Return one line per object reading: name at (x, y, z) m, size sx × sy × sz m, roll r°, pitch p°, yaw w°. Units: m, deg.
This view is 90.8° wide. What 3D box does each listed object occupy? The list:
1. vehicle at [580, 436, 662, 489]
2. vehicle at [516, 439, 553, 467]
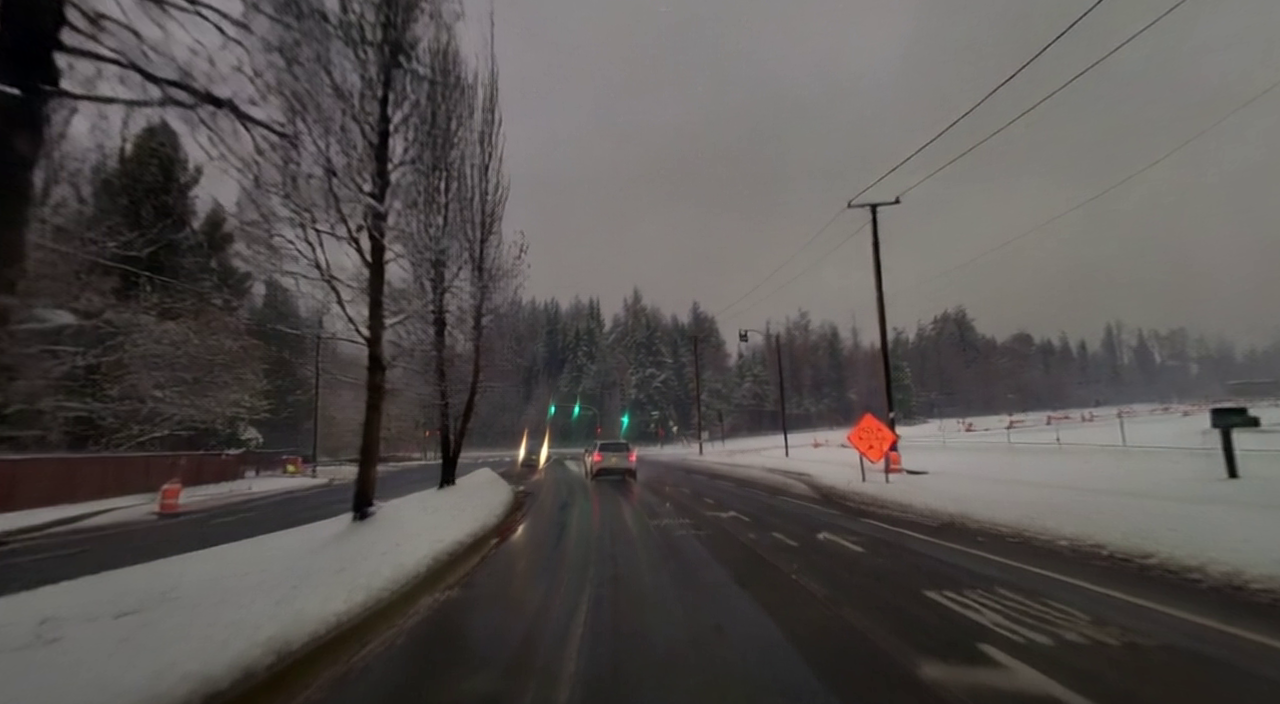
vehicle at (-0.759, 3.572, 20.805) m, size 2.266 × 1.508 × 4.430 m, roll 1°, pitch -8°, yaw -7°
vehicle at (-6.689, 6.442, 40.359) m, size 2.077 × 1.665 × 4.206 m, roll 1°, pitch -8°, yaw -6°
